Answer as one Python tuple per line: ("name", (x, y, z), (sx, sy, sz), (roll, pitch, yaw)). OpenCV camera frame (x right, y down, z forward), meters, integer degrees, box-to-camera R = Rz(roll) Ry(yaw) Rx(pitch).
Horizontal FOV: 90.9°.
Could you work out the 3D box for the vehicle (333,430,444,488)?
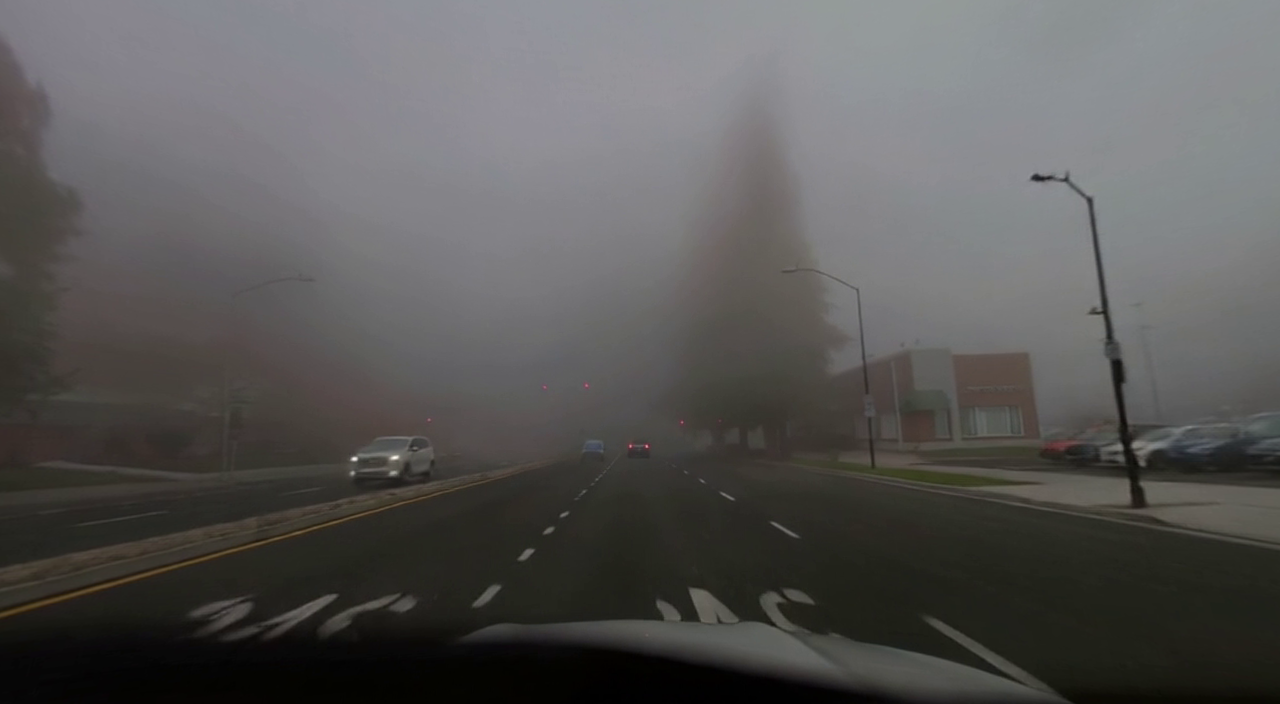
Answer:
("vehicle", (-8.695, 3.732, 22.331), (2.149, 1.793, 4.468), (0, -8, -1))
